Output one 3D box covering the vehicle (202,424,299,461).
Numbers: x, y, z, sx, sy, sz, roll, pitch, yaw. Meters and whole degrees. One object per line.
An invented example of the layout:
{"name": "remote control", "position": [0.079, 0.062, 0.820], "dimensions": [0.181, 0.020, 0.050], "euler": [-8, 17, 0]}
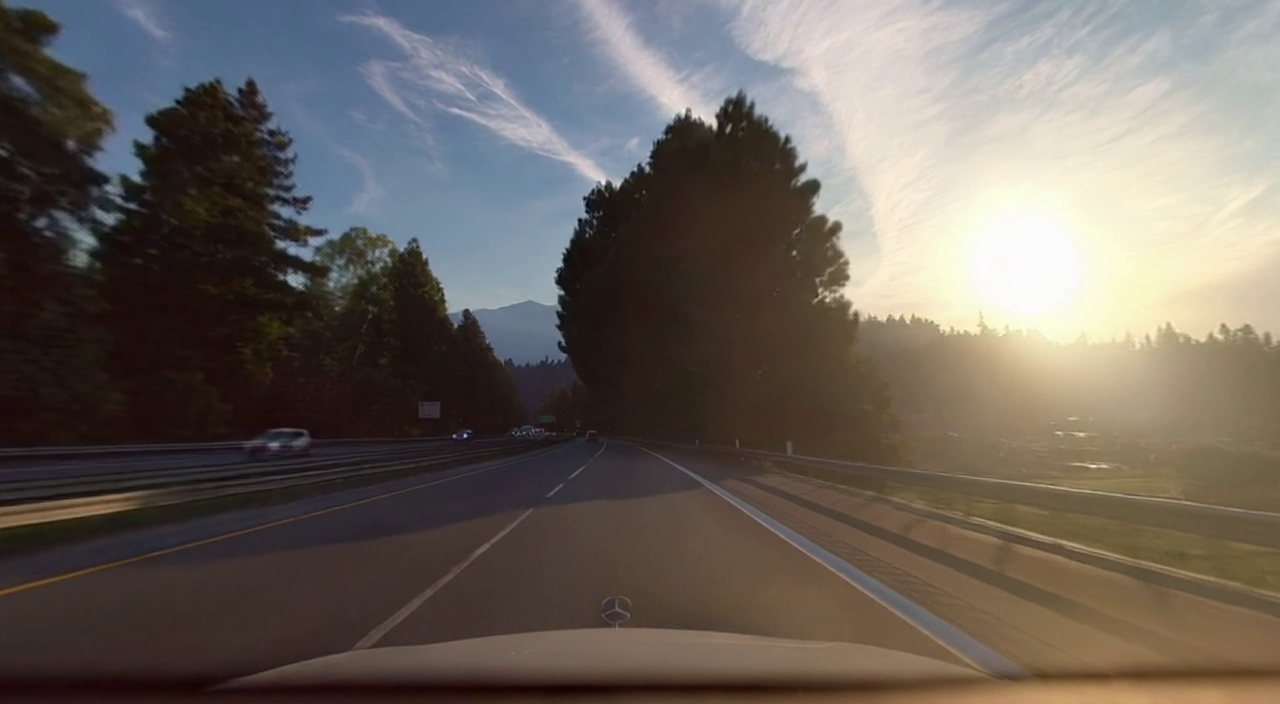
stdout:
{"name": "vehicle", "position": [-17.875, 4.184, 29.183], "dimensions": [1.875, 1.555, 4.233], "euler": [0, -8, -1]}
